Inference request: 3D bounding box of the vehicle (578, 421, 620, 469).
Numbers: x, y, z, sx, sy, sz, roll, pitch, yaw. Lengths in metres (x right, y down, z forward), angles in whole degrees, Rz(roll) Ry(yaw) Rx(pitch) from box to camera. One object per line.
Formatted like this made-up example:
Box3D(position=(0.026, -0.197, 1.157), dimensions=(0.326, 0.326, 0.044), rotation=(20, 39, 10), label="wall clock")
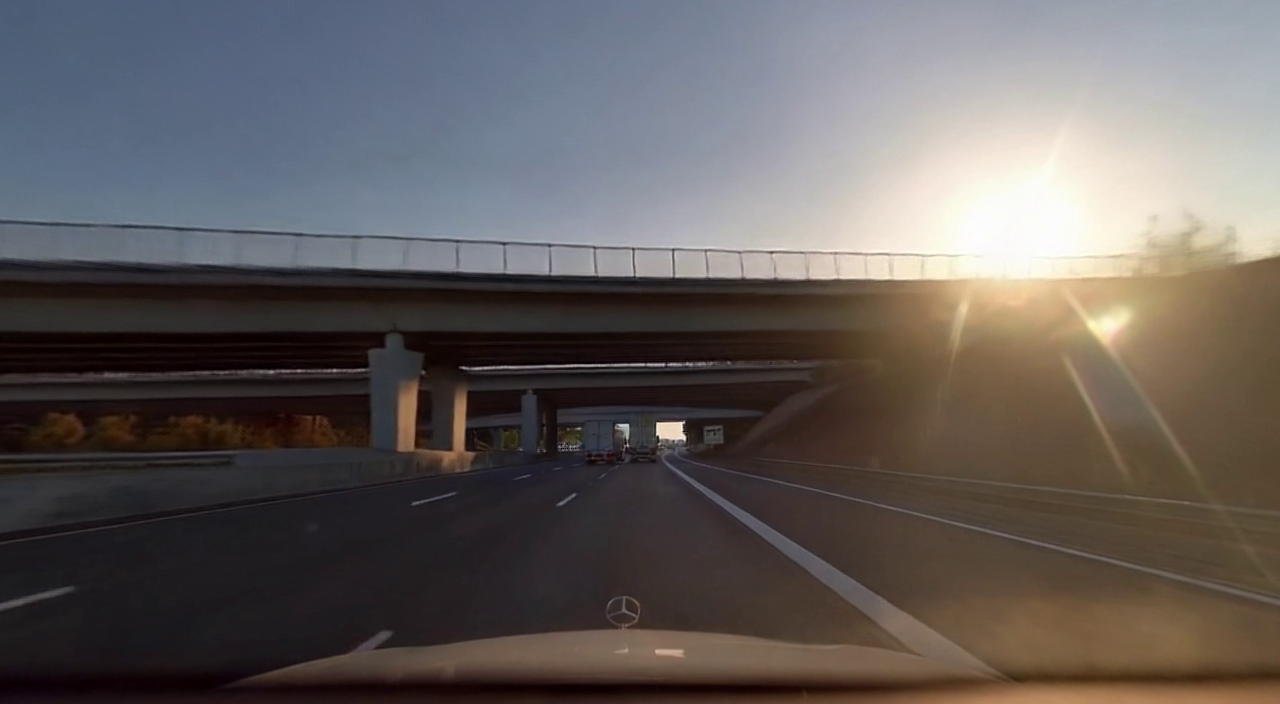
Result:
Box3D(position=(-2.950, 7.044, 47.470), dimensions=(2.696, 3.266, 7.062), rotation=(0, -9, 0), label="vehicle")
